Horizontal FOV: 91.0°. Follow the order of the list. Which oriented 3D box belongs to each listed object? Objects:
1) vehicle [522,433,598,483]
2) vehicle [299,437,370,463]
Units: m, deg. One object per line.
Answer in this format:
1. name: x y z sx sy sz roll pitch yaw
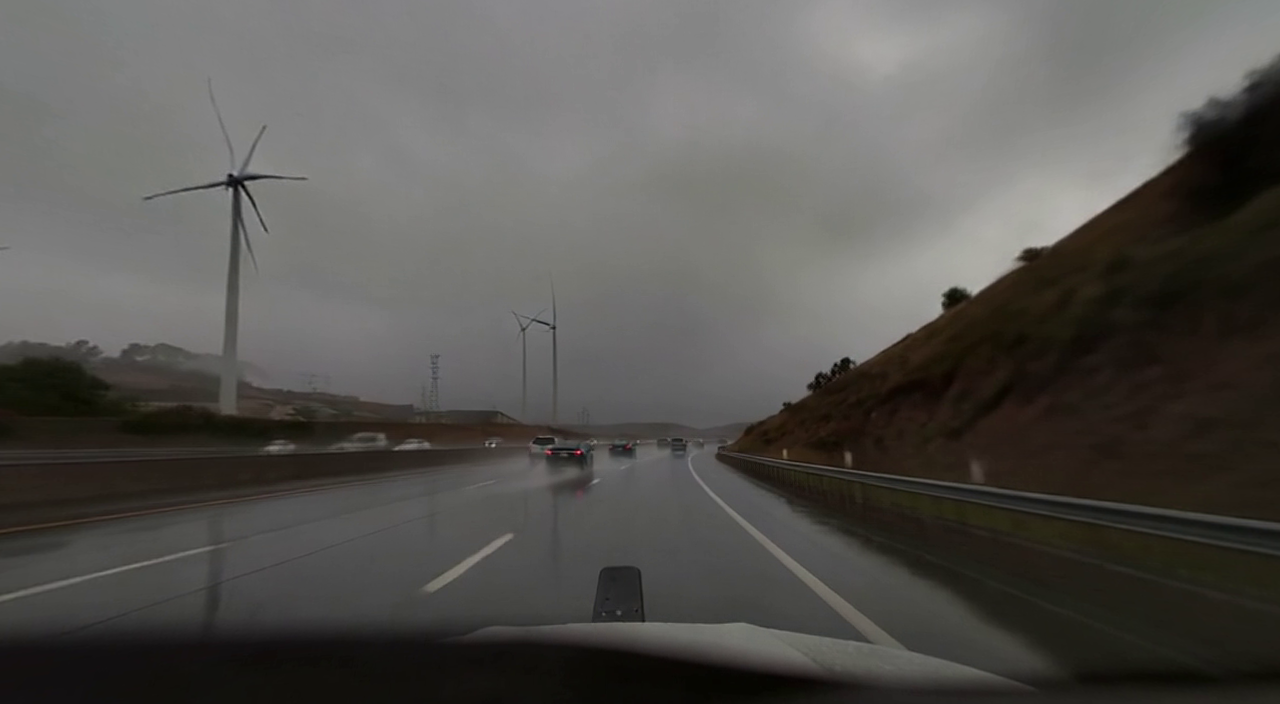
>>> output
1. vehicle: -2.909 3.982 23.957 2.118 1.702 4.355 0 -9 3
2. vehicle: -19.859 6.391 41.220 2.043 1.569 4.811 0 -9 3
